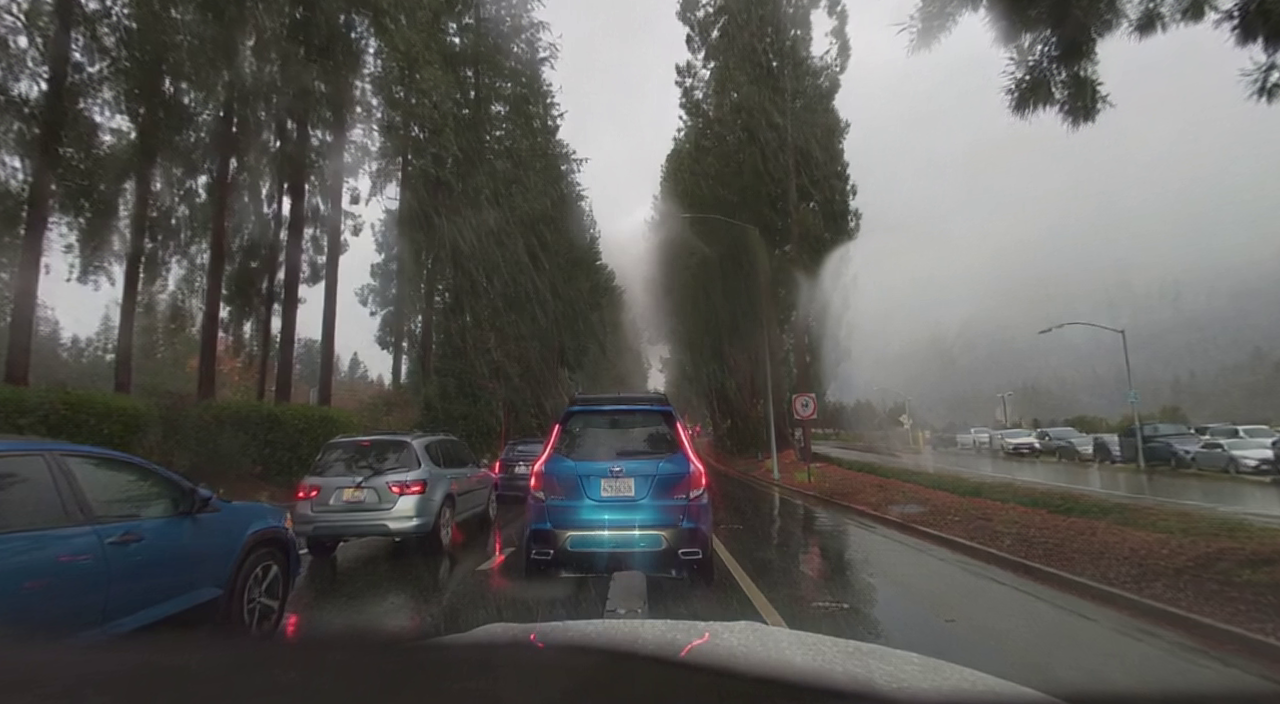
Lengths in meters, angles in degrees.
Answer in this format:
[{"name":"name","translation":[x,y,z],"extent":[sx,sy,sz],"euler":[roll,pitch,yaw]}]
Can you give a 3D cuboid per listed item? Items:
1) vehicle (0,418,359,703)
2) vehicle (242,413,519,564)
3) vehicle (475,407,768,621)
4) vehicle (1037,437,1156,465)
[{"name":"vehicle","translation":[-3.656,1.161,3.626],"extent":[1.922,1.464,4.424],"euler":[0,-8,2]},{"name":"vehicle","translation":[-3.502,1.939,9.789],"extent":[2.188,1.745,4.618],"euler":[0,-8,2]},{"name":"vehicle","translation":[-0.037,1.515,6.828],"extent":[2.229,1.591,3.897],"euler":[-1,-8,4]},{"name":"vehicle","translation":[28.433,6.164,39.443],"extent":[5.955,1.702,2.166],"euler":[1,-8,-6]}]
